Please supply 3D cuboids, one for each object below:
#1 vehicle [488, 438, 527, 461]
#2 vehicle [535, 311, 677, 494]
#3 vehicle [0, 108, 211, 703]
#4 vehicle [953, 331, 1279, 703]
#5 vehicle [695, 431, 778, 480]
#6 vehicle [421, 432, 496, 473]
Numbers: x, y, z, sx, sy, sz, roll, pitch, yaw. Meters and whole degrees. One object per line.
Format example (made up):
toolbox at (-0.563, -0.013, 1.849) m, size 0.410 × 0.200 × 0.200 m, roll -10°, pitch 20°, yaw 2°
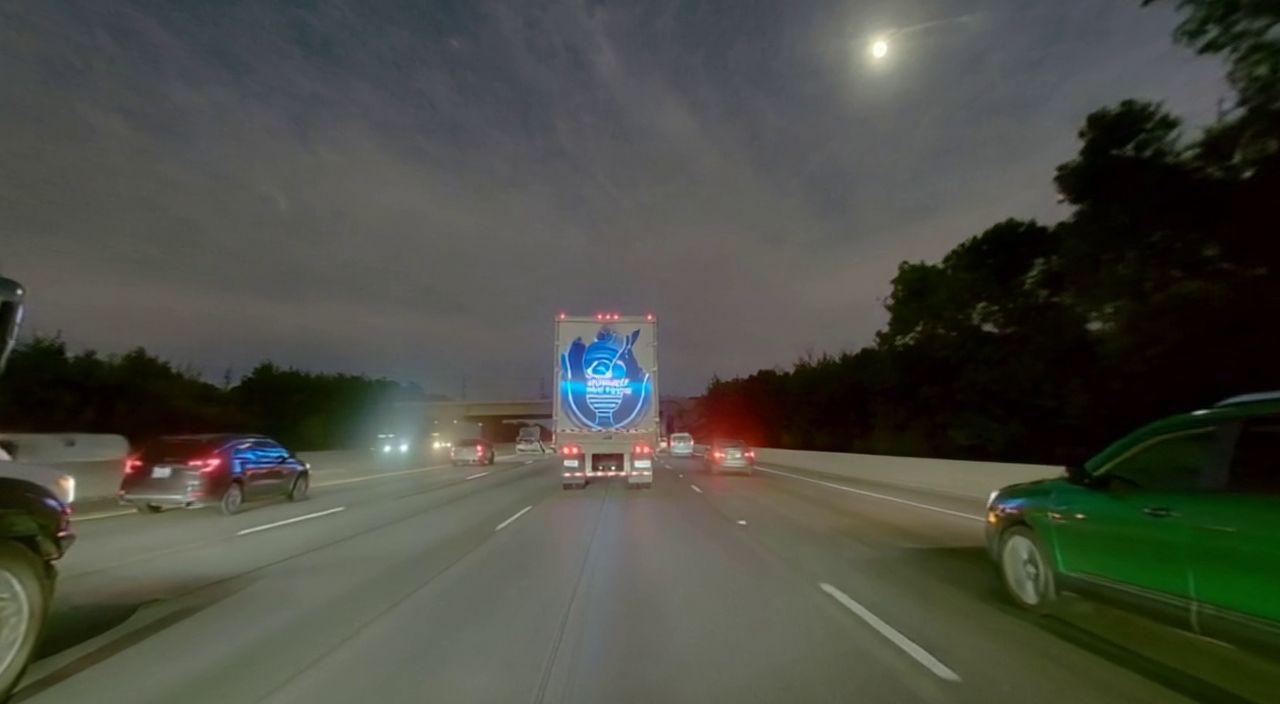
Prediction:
vehicle at (-8.888, 6.554, 42.476) m, size 1.845 × 1.488 × 3.656 m, roll 0°, pitch -8°, yaw 0°
vehicle at (-1.000, 1.688, 17.998) m, size 2.911 × 3.787 × 9.905 m, roll 0°, pitch -8°, yaw -4°
vehicle at (-3.763, 0.148, 0.714) m, size 2.660 × 2.637 × 5.634 m, roll 0°, pitch -8°, yaw -2°
vehicle at (3.629, 0.773, 2.754) m, size 2.118 × 1.647 × 4.400 m, roll 0°, pitch -8°, yaw -2°
vehicle at (3.269, 3.596, 22.311) m, size 2.003 × 1.519 × 4.580 m, roll 0°, pitch -8°, yaw -3°
vehicle at (-8.076, 4.483, 28.380) m, size 2.057 × 1.698 × 4.550 m, roll 0°, pitch -8°, yaw -1°
